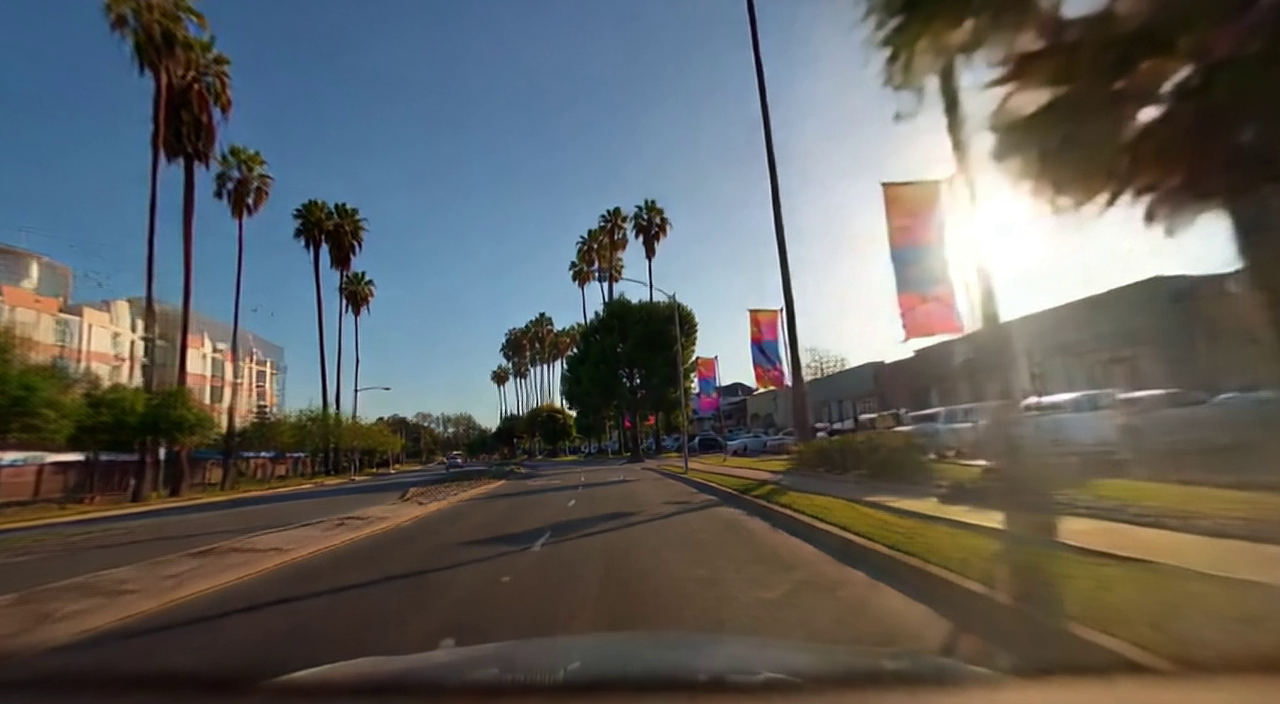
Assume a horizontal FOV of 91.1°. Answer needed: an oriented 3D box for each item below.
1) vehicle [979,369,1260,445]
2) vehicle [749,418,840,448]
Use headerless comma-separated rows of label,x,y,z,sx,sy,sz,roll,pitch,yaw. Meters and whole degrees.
vehicle,10.901,1.345,14.624,4.671,1.630,2.200,0,-8,2
vehicle,8.880,4.689,36.307,4.636,1.695,2.025,1,-8,-4
